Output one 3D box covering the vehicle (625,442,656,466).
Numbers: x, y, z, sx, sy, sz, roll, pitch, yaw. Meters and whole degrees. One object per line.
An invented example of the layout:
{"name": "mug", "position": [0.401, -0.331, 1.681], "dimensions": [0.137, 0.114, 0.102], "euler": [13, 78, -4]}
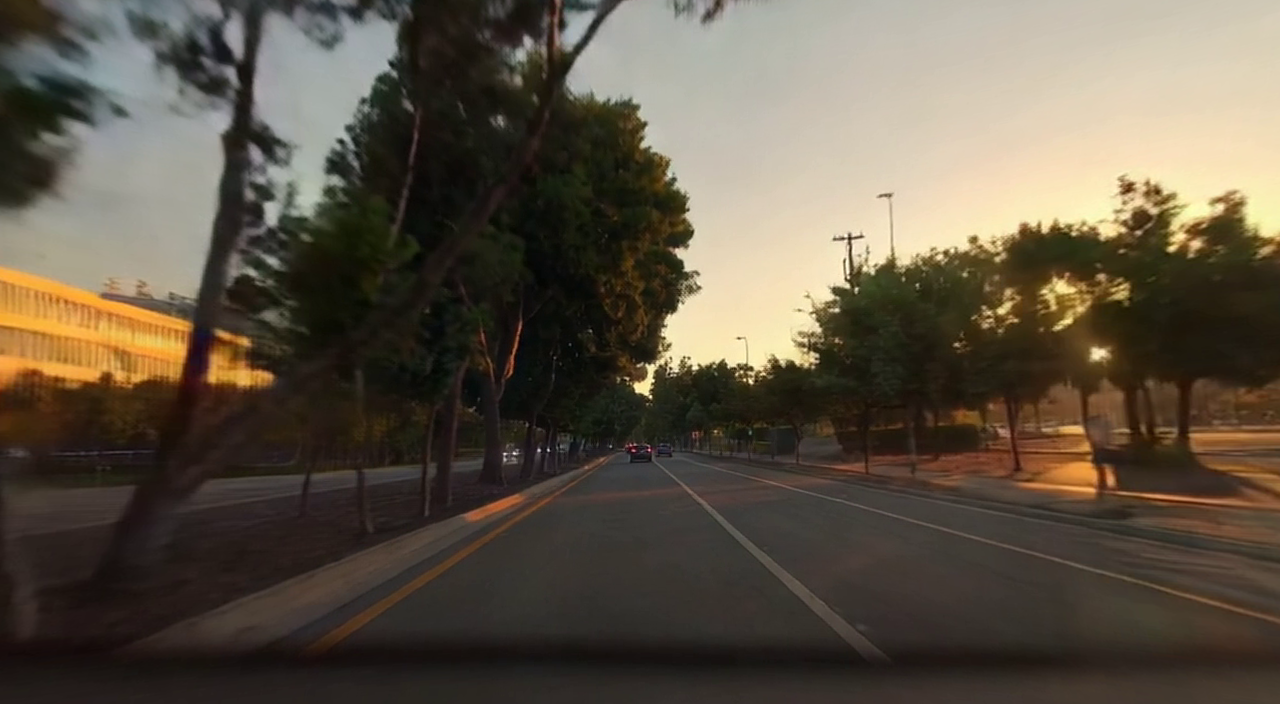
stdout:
{"name": "vehicle", "position": [0.026, 6.992, 43.520], "dimensions": [2.048, 1.584, 4.393], "euler": [0, -8, -1]}
